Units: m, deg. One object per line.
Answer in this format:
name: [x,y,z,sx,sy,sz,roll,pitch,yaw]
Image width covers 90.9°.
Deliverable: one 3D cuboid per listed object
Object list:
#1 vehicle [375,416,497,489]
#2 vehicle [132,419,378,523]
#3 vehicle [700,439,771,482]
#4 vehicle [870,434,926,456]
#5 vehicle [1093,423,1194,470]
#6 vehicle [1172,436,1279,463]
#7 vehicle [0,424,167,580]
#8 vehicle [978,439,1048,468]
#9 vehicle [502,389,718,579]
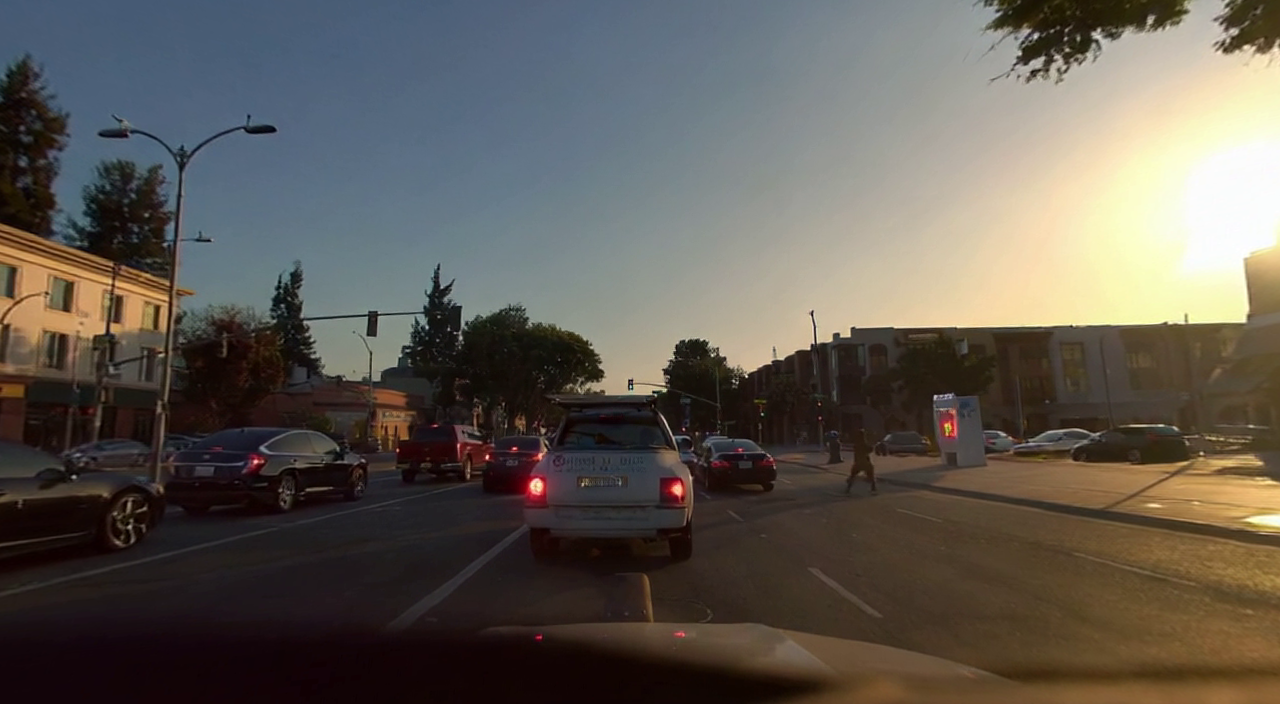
vehicle: [-6.476,3.264,20.681,2.496,2.112,4.351,0,-8,0]
vehicle: [-7.162,2.258,12.458,1.941,1.655,4.503,0,-8,1]
vehicle: [3.429,4.009,23.513,2.023,1.441,4.240,0,-8,1]
vehicle: [20.102,7.255,49.046,4.361,1.653,2.034,6,-11,-37]
vehicle: [19.239,3.597,24.030,4.156,1.622,1.924,6,-11,-37]
vehicle: [29.690,4.891,31.680,4.176,1.313,1.719,0,-8,2]
vehicle: [-6.965,1.396,5.816,1.831,1.451,4.382,0,-8,-1]
vehicle: [20.103,5.405,33.916,3.836,1.443,1.694,5,-10,-35]
vehicle: [-0.313,1.588,8.279,2.064,1.817,4.298,0,-8,-1]
